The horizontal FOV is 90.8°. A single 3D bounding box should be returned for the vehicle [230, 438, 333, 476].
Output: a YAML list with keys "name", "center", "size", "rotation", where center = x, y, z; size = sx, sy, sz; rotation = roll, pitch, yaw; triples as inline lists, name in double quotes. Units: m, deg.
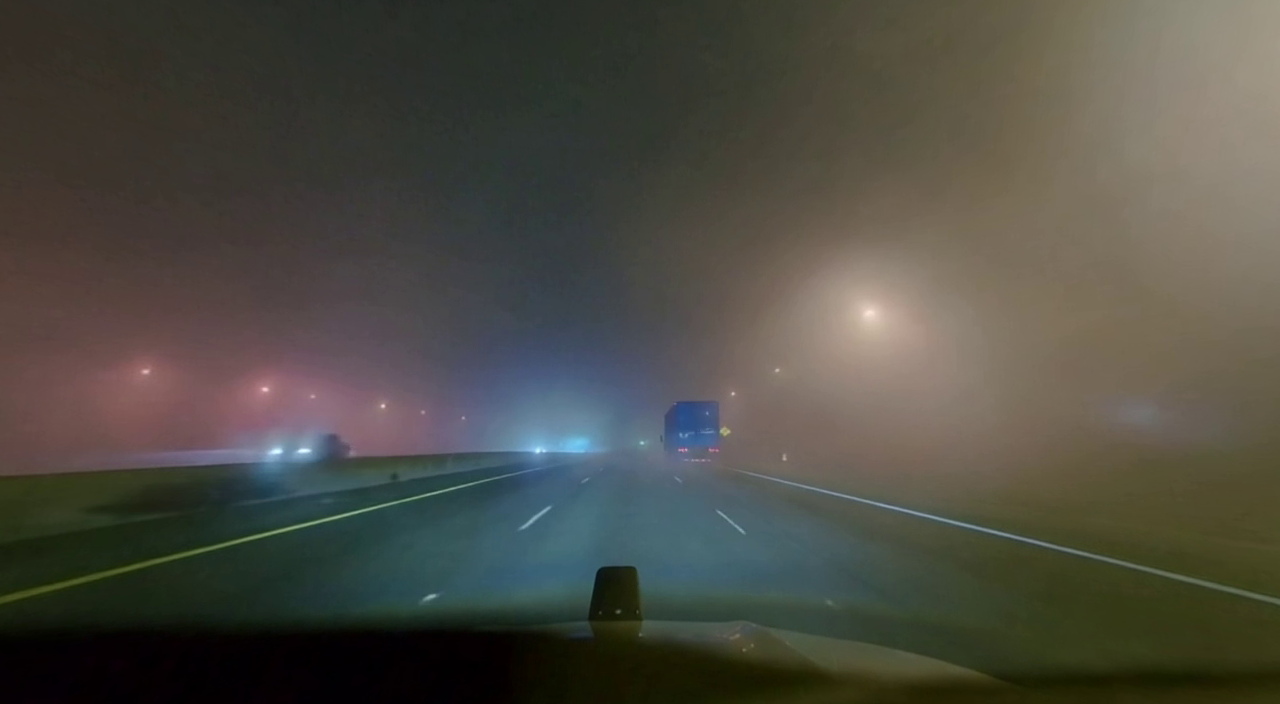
- name: "vehicle"
  center: [-15.756, 4.631, 28.090]
  size: [1.962, 1.572, 4.565]
  rotation: [0, -9, -1]
